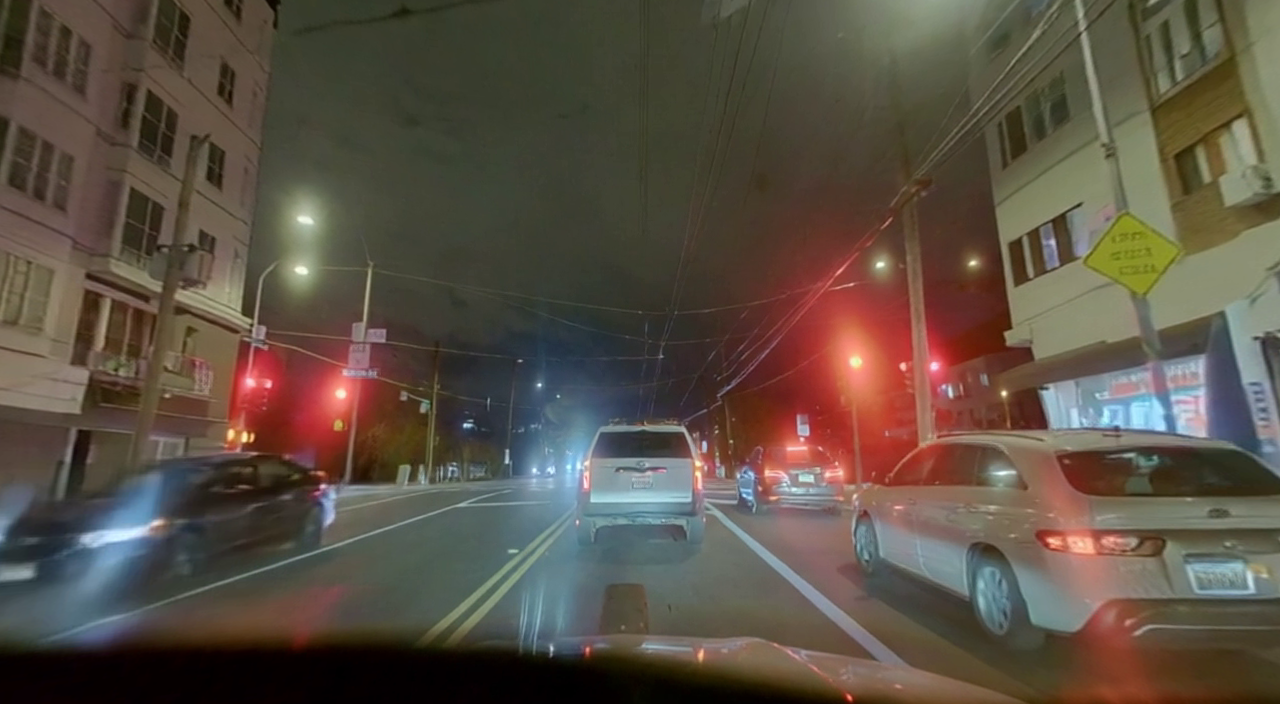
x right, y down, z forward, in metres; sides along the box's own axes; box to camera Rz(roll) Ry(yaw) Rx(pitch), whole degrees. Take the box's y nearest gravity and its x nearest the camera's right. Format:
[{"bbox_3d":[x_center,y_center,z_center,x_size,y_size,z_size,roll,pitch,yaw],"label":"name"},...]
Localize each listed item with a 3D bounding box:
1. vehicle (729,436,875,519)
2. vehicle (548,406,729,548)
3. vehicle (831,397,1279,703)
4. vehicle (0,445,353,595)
[{"bbox_3d":[3.178,2.545,13.356,1.970,1.452,4.227,0,-8,0],"label":"vehicle"},{"bbox_3d":[-0.064,1.845,9.895,2.232,1.736,4.036,0,-8,-1],"label":"vehicle"},{"bbox_3d":[3.203,1.317,5.270,1.906,1.578,4.020,0,-8,-1],"label":"vehicle"},{"bbox_3d":[-6.034,2.085,8.788,2.014,1.538,4.275,0,-8,1],"label":"vehicle"}]
